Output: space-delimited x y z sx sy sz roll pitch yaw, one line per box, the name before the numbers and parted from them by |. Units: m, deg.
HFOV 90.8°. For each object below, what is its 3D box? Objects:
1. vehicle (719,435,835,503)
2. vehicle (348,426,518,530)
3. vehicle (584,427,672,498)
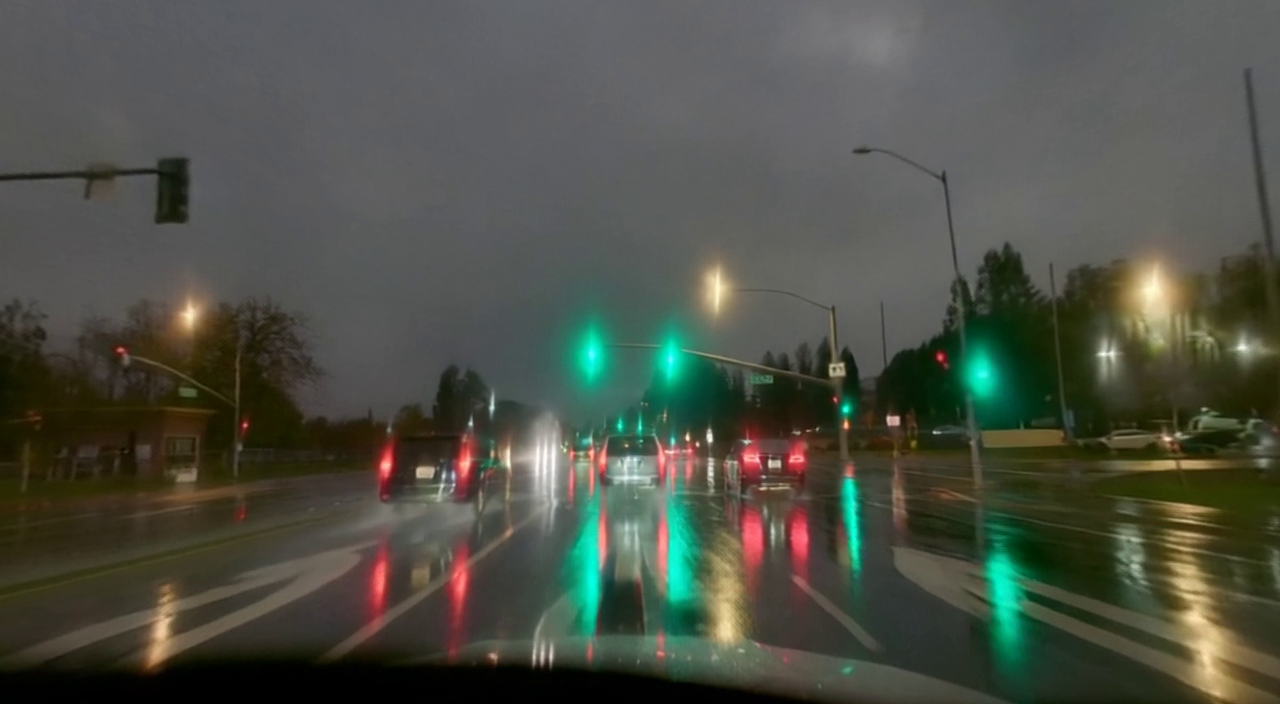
vehicle | 3.387 2.982 16.543 2.068 1.541 4.041 0 -8 -1
vehicle | -3.669 2.290 12.048 1.823 1.602 4.061 0 -8 0
vehicle | -0.276 3.009 17.560 2.150 1.725 4.096 0 -8 0
